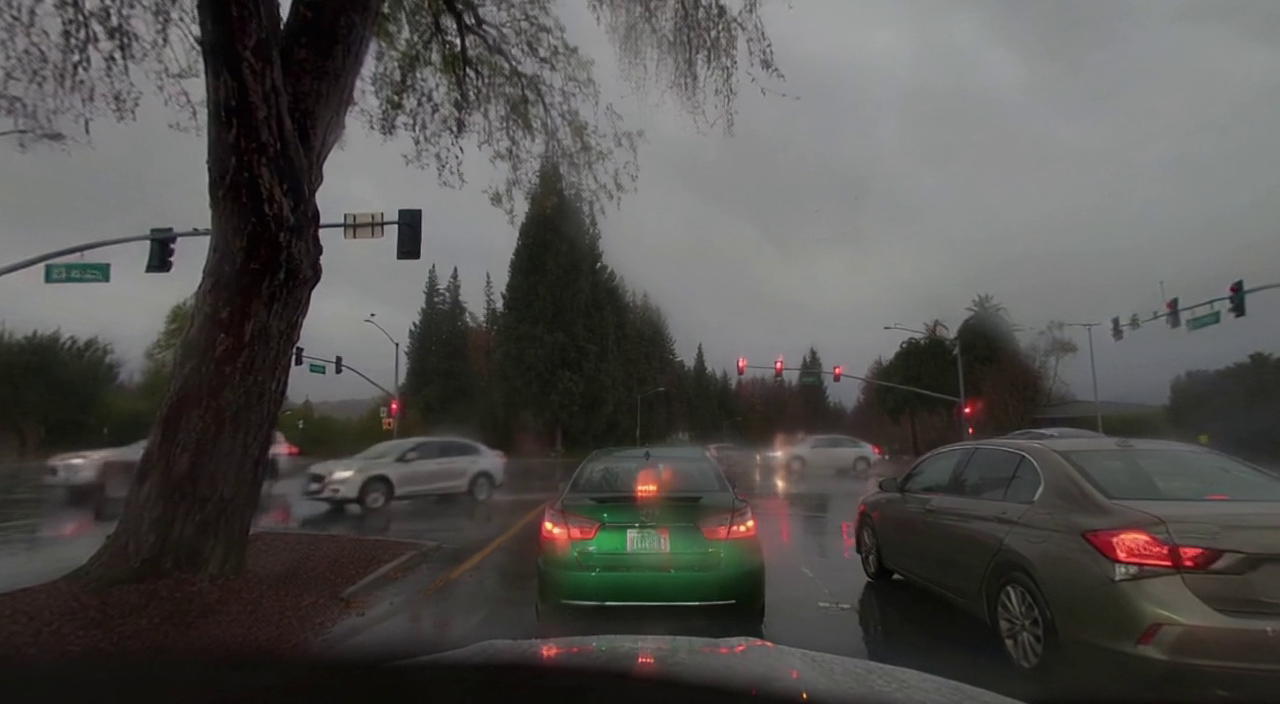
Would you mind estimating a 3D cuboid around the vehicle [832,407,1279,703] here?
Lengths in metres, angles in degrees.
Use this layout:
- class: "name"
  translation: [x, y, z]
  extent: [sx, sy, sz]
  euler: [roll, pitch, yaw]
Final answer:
- class: "vehicle"
  translation: [3.092, 1.299, 4.857]
  extent: [1.861, 1.479, 4.371]
  euler: [0, -9, 0]

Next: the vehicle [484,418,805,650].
- class: "vehicle"
  translation: [0.024, 1.469, 6.158]
  extent: [2.026, 1.458, 4.175]
  euler: [0, -9, 0]

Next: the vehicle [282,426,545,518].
- class: "vehicle"
  translation: [-4.258, 2.314, 12.748]
  extent: [2.047, 1.473, 4.673]
  euler: [-5, -10, 32]

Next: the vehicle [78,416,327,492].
- class: "vehicle"
  translation: [-11.433, 2.692, 16.958]
  extent: [1.998, 1.709, 4.984]
  euler: [-5, -10, 33]

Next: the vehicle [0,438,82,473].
- class: "vehicle"
  translation: [-30.245, 5.013, 30.760]
  extent: [4.517, 1.637, 1.935]
  euler: [-1, -9, 8]
